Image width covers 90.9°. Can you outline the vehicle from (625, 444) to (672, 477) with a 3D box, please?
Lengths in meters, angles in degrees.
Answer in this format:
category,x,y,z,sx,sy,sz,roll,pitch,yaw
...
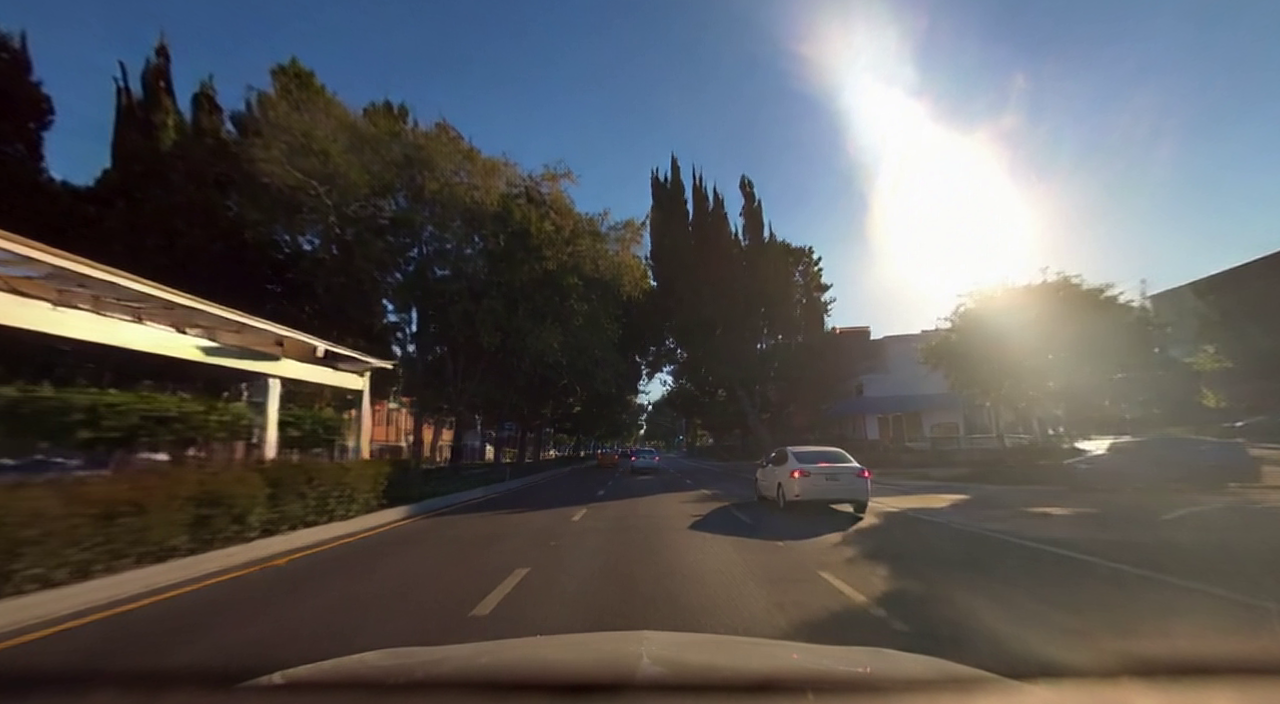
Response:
category,x,y,z,sx,sy,sz,roll,pitch,yaw
vehicle,0.400,5.286,30.933,2.144,1.505,4.128,0,-9,0

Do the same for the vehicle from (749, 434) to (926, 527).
category,x,y,z,sx,sy,sz,roll,pitch,yaw
vehicle,3.597,2.418,12.464,2.067,1.497,4.327,0,-9,0

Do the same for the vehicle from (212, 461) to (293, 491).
category,x,y,z,sx,sy,sz,roll,pitch,yaw
vehicle,-21.130,6.759,34.598,1.708,1.455,4.281,0,-9,0

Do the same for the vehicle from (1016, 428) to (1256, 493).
category,x,y,z,sx,sy,sz,roll,pitch,yaw
vehicle,13.857,3.076,18.005,4.718,1.686,2.272,-2,-9,12
